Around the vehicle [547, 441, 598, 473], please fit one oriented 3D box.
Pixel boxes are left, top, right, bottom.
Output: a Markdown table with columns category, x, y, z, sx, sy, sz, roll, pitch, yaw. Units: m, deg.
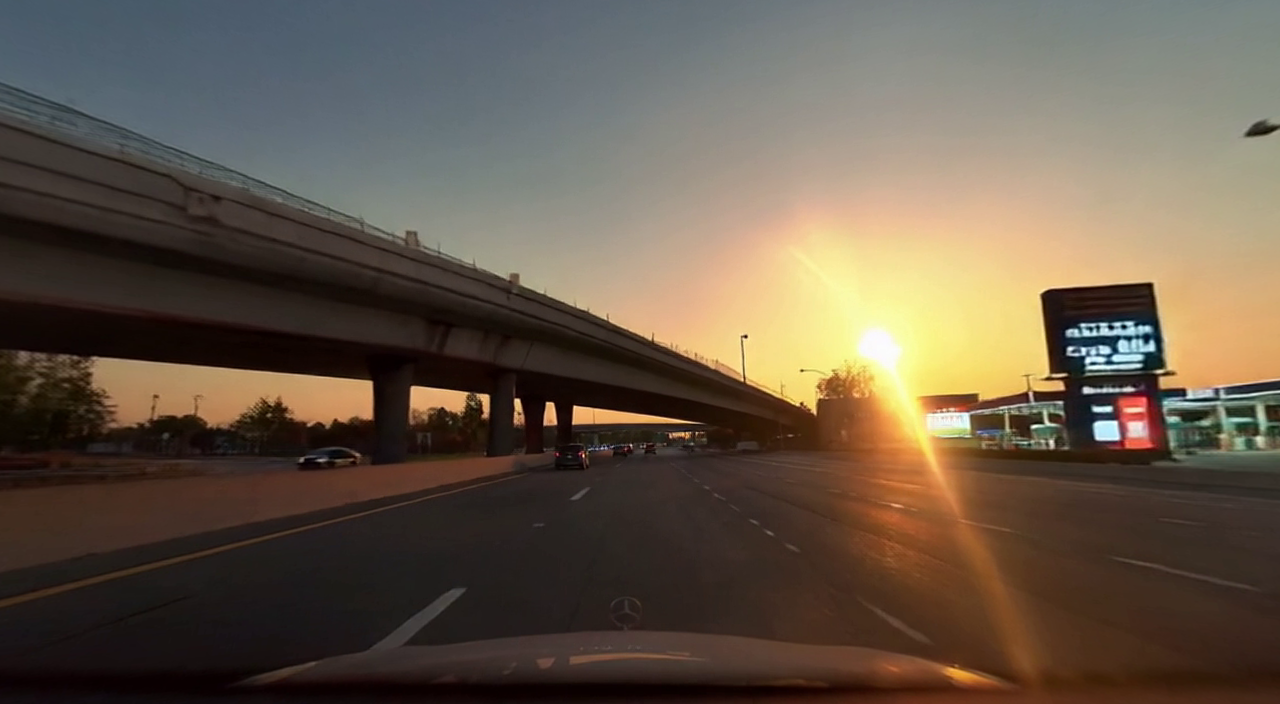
| category | x | y | z | sx | sy | sz | roll | pitch | yaw |
| --- | --- | --- | --- | --- | --- | --- | --- | --- | --- |
| vehicle | -3.404 | 5.409 | 32.584 | 2.114 | 1.510 | 4.186 | -1 | -9 | 1 |
